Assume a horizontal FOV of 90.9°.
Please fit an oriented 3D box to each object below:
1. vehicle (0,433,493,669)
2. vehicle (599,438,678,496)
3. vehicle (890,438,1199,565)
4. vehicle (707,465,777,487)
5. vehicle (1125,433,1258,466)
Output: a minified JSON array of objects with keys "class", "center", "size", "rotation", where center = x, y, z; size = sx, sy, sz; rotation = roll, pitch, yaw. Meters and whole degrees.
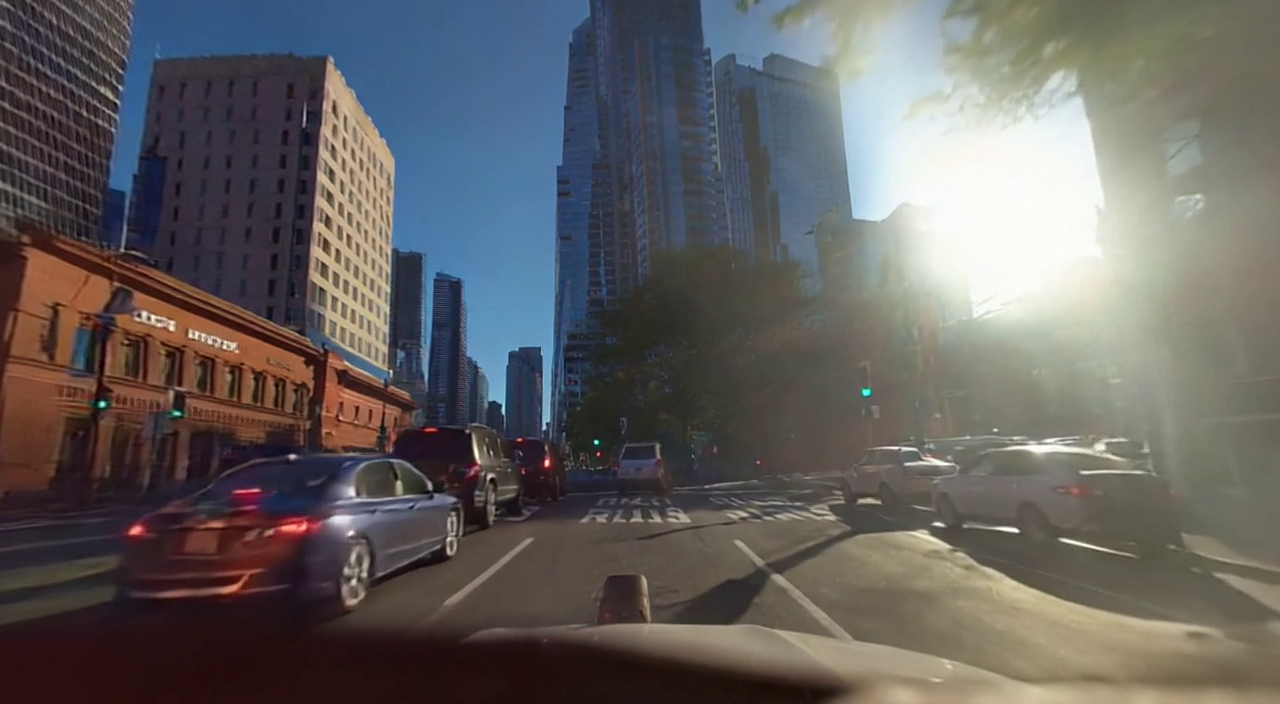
[{"class":"vehicle","center":[-3.009,1.590,6.256],"size":[1.930,1.450,4.497],"rotation":[0,-9,1]},{"class":"vehicle","center":[0.090,3.899,21.888],"size":[2.328,1.746,5.072],"rotation":[-1,-9,4]},{"class":"vehicle","center":[5.882,2.182,10.067],"size":[1.919,1.529,4.558],"rotation":[0,-9,0]},{"class":"vehicle","center":[7.447,9.125,46.470],"size":[4.766,1.502,1.891],"rotation":[0,-9,-4]},{"class":"vehicle","center":[26.827,4.781,30.792],"size":[4.598,1.519,1.994],"rotation":[0,-10,-1]}]
